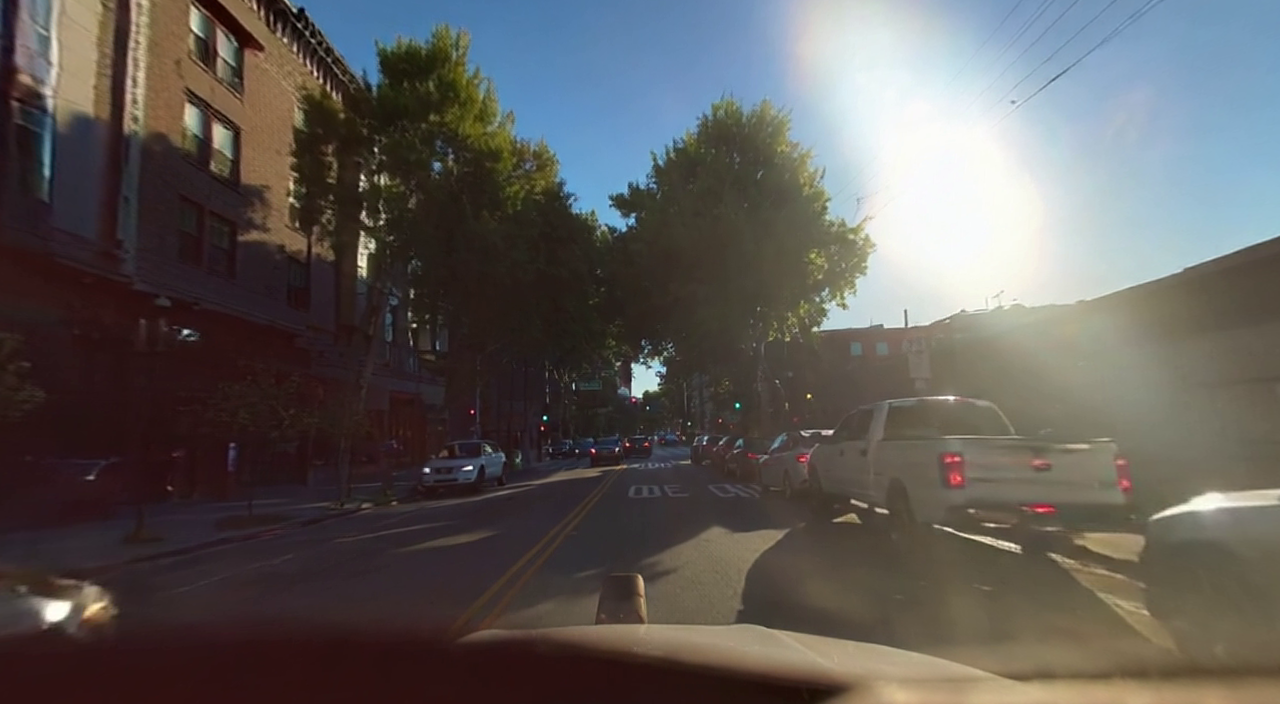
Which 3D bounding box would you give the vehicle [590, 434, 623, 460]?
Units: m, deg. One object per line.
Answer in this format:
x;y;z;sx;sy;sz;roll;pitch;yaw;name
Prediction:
-2.290;6.628;44.185;1.979;1.723;3.849;0;-8;1;vehicle

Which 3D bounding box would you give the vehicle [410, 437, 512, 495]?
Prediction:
-5.913;3.803;21.499;2.013;1.772;4.439;0;-8;2;vehicle

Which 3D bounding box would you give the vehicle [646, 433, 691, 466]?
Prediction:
1.566;5.172;33.672;2.111;1.619;4.077;-1;-8;7;vehicle

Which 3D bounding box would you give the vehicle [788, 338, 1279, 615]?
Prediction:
3.649;1.324;7.601;2.356;2.043;5.791;0;-8;0;vehicle

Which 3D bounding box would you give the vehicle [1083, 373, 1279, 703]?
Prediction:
3.936;0.779;2.073;1.871;1.603;4.161;0;-8;-1;vehicle
